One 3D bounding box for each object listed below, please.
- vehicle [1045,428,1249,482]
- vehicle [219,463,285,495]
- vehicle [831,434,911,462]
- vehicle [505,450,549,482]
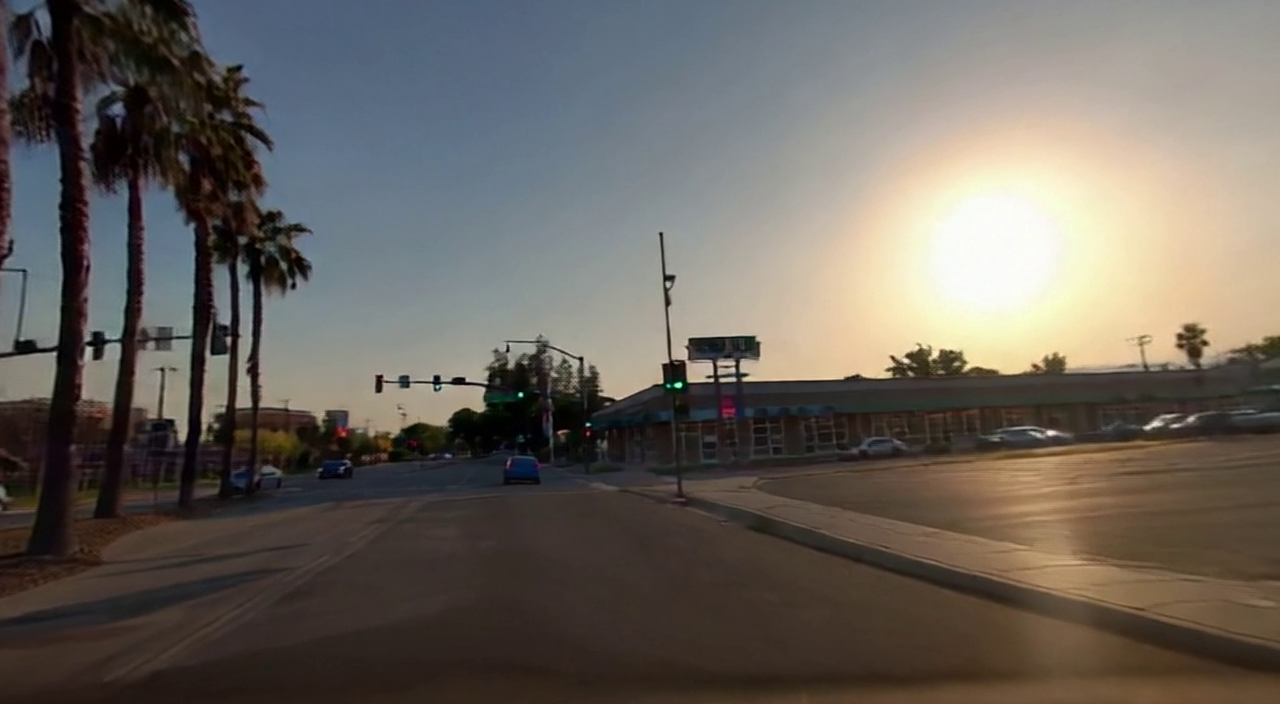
[{"bbox_3d":[14.262,2.891,17.898,4.355,1.398,2.085,1,-9,-11],"label":"vehicle"},{"bbox_3d":[-22.148,7.241,36.250,2.027,1.534,4.779,2,-9,-17],"label":"vehicle"},{"bbox_3d":[13.371,5.603,36.902,2.046,1.481,4.936,1,-9,-12],"label":"vehicle"},{"bbox_3d":[-6.230,6.175,34.469,1.969,1.555,4.431,2,-9,-15],"label":"vehicle"}]
